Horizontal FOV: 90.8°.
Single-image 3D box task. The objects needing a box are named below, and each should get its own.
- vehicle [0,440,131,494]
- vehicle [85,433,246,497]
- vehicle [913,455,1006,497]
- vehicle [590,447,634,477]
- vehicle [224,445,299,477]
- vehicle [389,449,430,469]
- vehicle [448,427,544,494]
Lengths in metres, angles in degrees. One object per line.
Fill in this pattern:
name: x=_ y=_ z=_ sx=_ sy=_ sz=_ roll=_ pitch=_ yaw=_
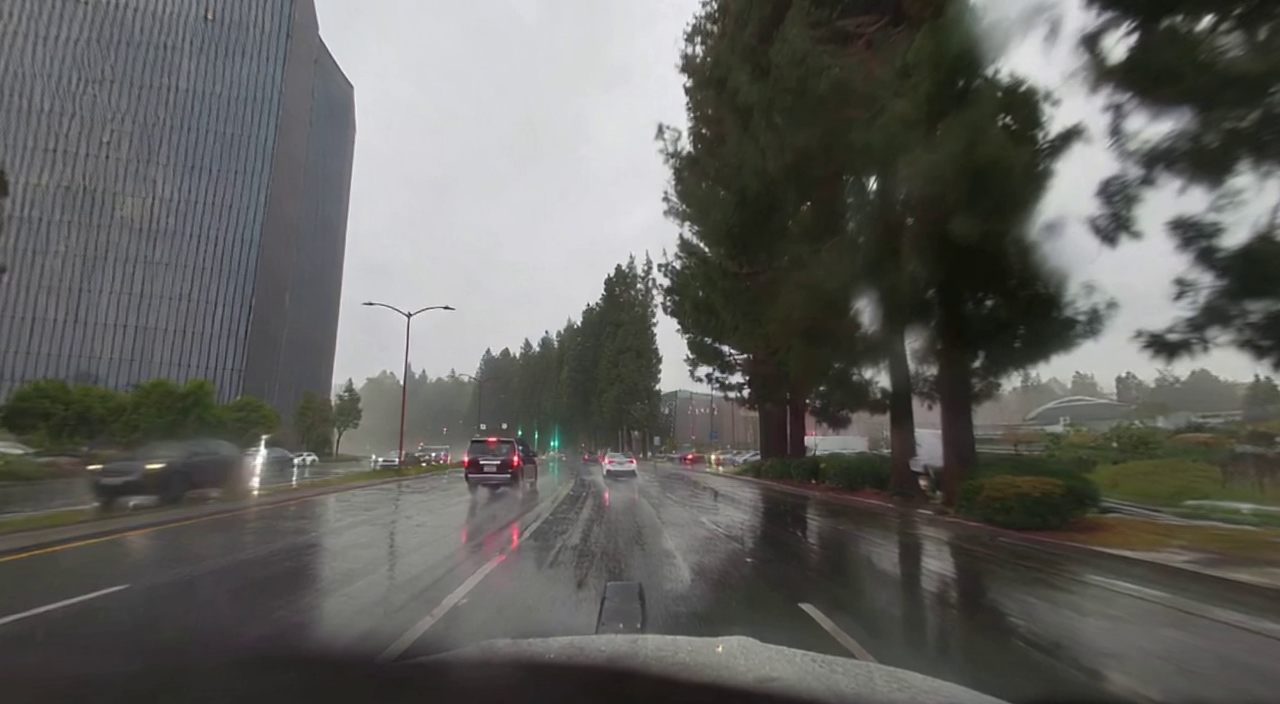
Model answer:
vehicle: x=-22.245 y=4.295 z=24.066 sx=2.037 sy=1.841 sz=4.653 roll=0 pitch=-8 yaw=-4
vehicle: x=-15.047 y=3.574 z=20.447 sx=1.843 sy=1.814 sz=4.617 roll=0 pitch=-8 yaw=-4
vehicle: x=14.446 y=5.614 z=28.893 sx=1.893 sy=1.646 sz=4.288 roll=-1 pitch=-8 yaw=-2
vehicle: x=-1.440 y=5.452 z=31.552 sx=2.050 sy=1.385 sz=4.096 roll=0 pitch=-8 yaw=-4
vehicle: x=-23.900 y=6.872 z=40.113 sx=2.111 sy=1.874 sz=4.888 roll=1 pitch=-8 yaw=-6
vehicle: x=-17.324 y=8.084 z=47.750 sx=1.818 sy=1.379 sz=4.350 roll=1 pitch=-8 yaw=-5
vehicle: x=-4.242 y=3.265 z=19.362 sx=2.001 sy=1.784 sz=4.483 roll=0 pitch=-8 yaw=-2
